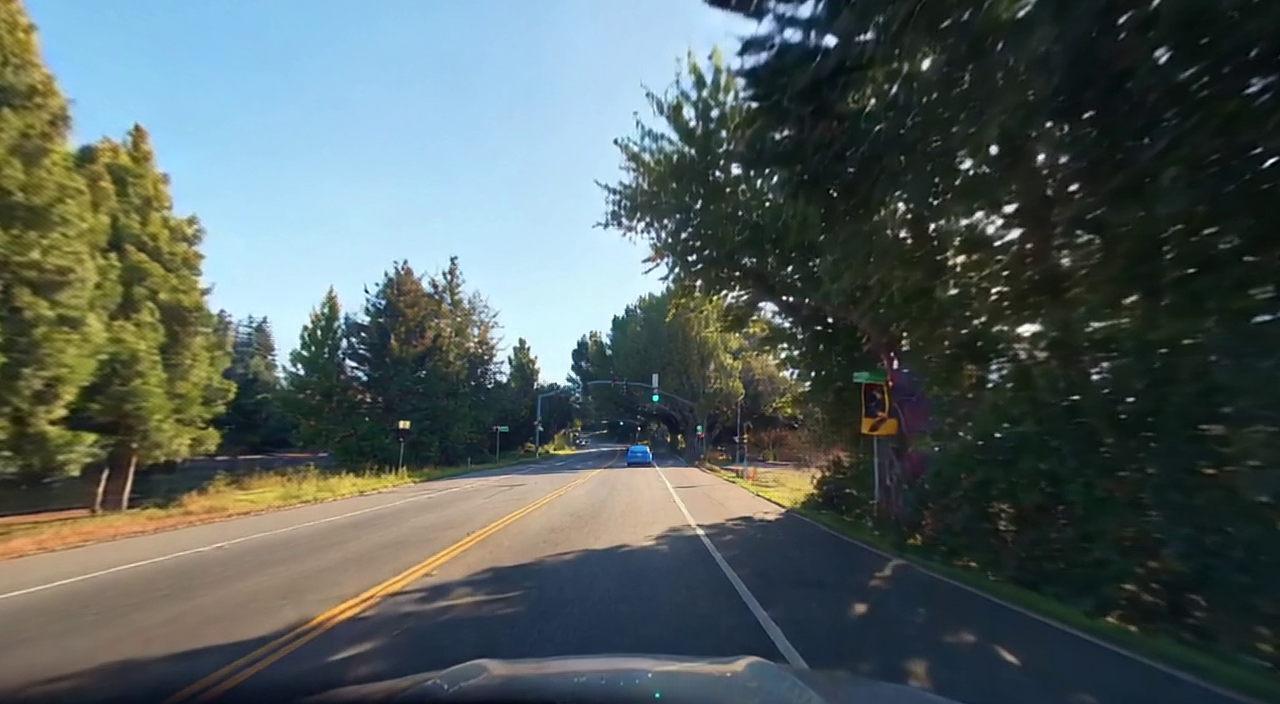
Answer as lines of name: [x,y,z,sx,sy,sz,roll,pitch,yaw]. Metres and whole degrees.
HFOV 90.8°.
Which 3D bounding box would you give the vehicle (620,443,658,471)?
vehicle: [-0.077,5.952,35.955,2.042,1.489,3.963,0,-9,0]
